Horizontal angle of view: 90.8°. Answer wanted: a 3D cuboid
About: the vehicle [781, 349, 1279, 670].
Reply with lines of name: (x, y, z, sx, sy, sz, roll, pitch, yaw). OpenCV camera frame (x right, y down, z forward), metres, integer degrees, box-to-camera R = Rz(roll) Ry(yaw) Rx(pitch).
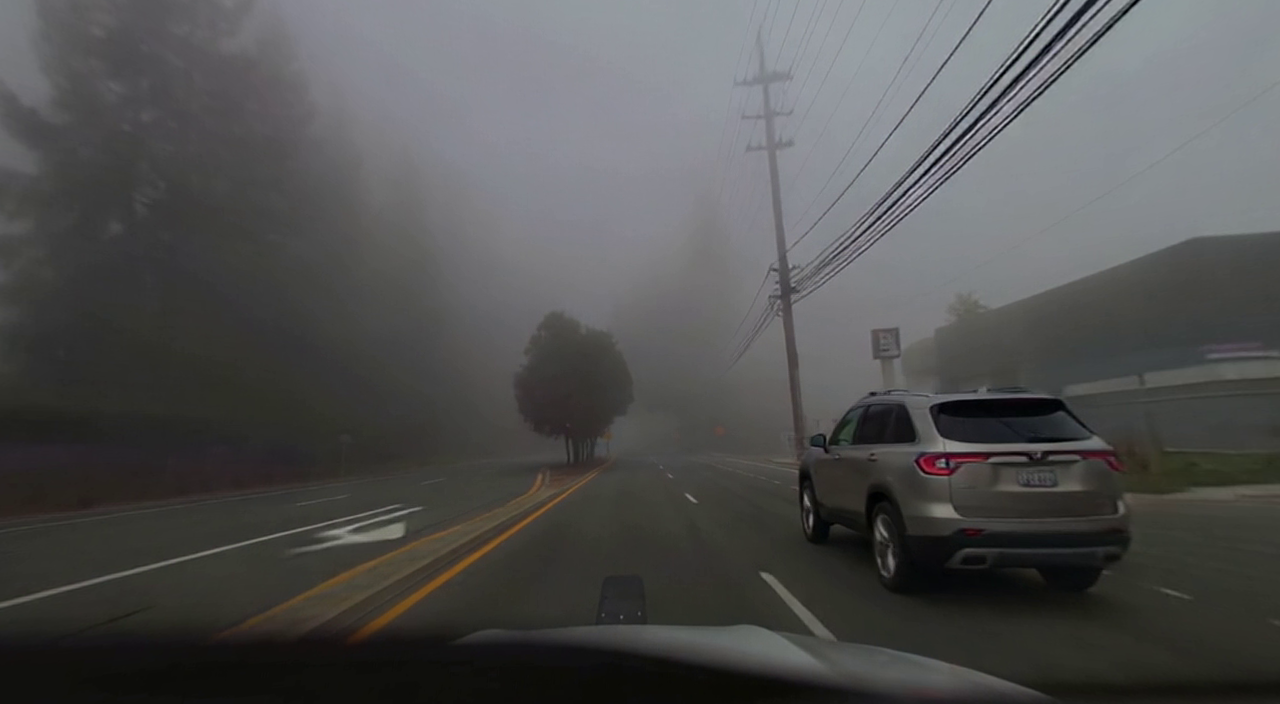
vehicle: (2.970, 1.232, 6.020, 2.060, 1.820, 4.713, 0, -9, -1)
